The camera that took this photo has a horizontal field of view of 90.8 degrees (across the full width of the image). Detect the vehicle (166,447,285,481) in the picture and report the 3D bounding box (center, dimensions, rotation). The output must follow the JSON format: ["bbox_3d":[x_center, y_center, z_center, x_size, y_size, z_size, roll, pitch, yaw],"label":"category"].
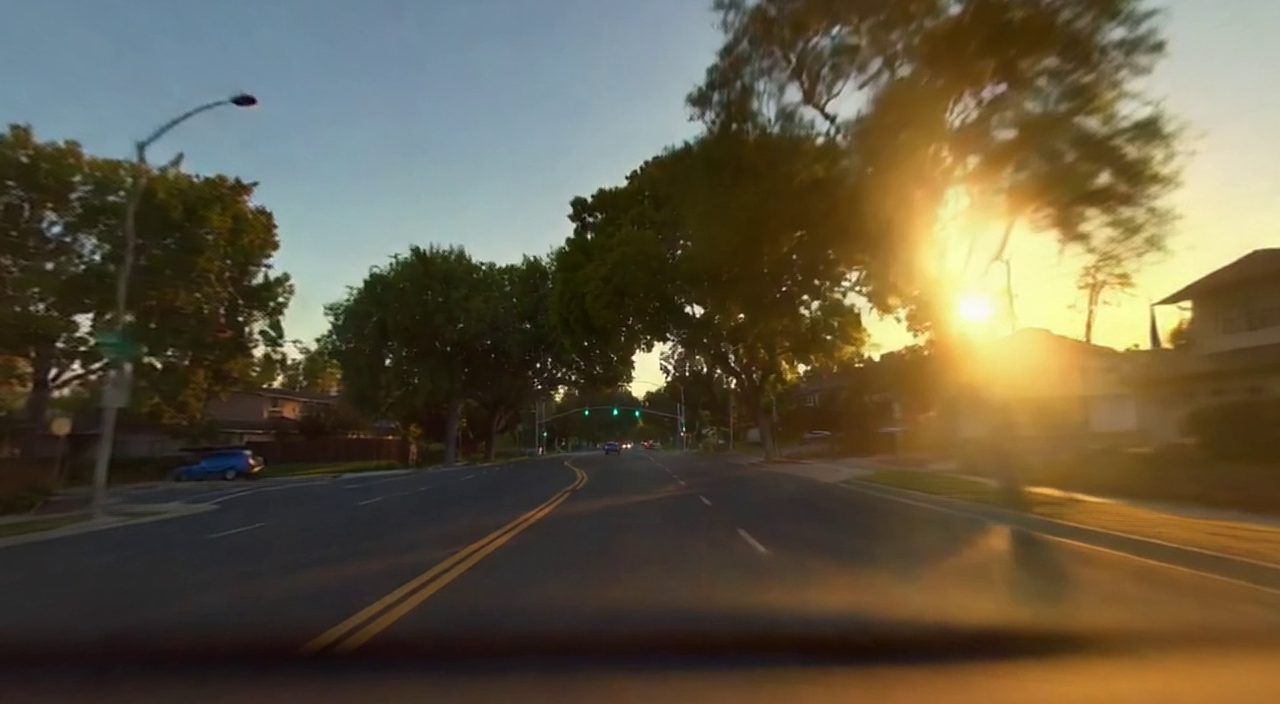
[{"bbox_3d":[-25.930,6.957,39.763,2.239,1.961,5.660,-6,-10,33],"label":"vehicle"}]
